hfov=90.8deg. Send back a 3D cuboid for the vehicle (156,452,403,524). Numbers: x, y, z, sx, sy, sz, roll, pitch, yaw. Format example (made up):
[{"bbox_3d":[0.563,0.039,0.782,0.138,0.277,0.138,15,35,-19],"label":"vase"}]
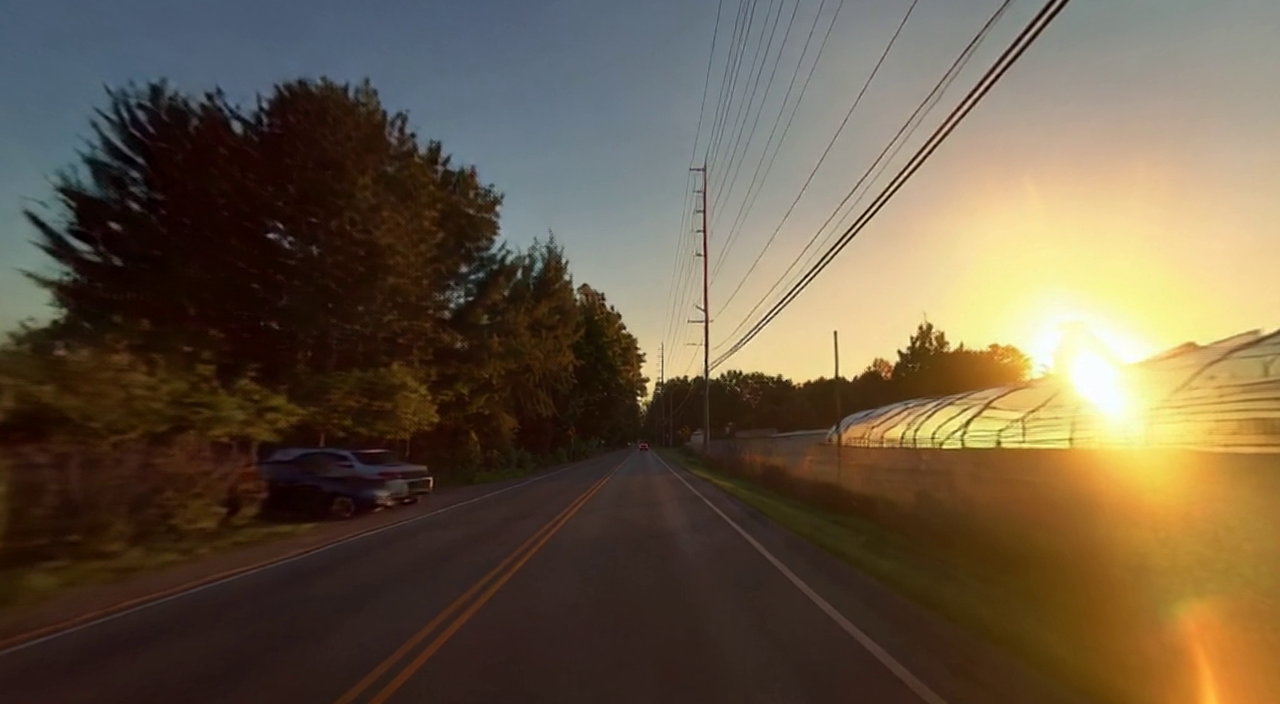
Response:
[{"bbox_3d":[-8.138,3.084,14.601,4.525,1.499,1.934,0,-8,1],"label":"vehicle"}]
